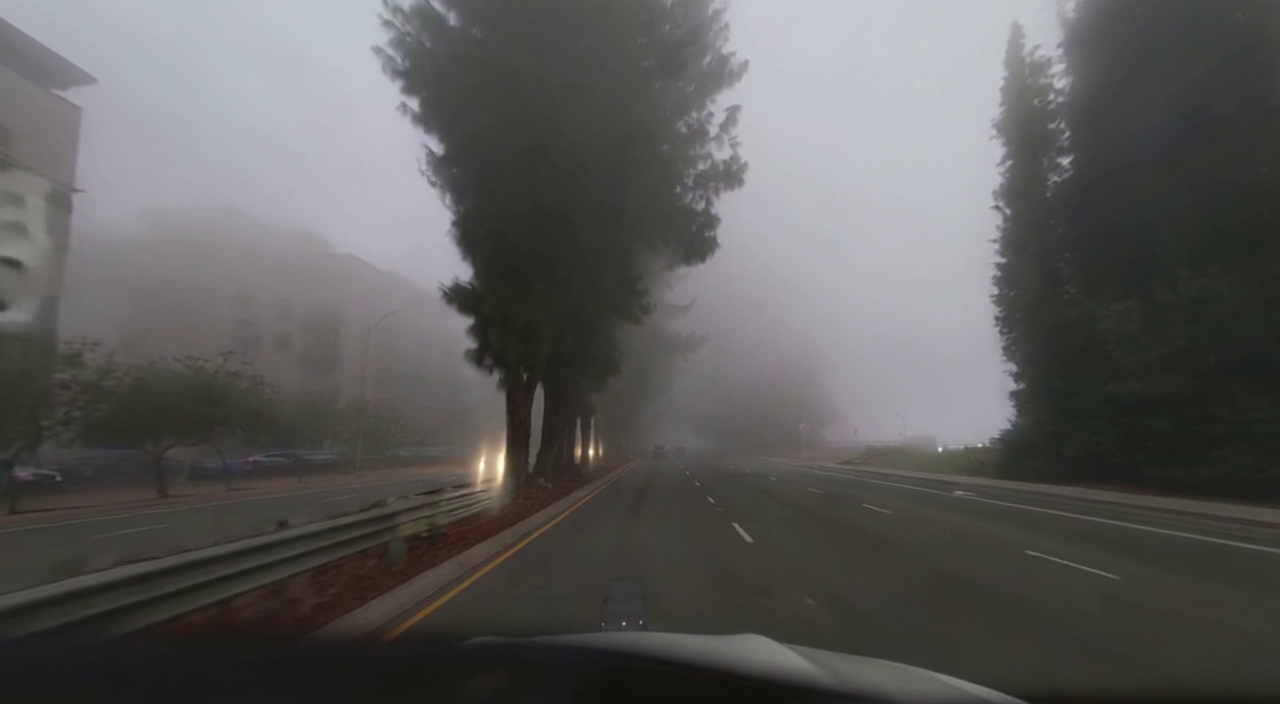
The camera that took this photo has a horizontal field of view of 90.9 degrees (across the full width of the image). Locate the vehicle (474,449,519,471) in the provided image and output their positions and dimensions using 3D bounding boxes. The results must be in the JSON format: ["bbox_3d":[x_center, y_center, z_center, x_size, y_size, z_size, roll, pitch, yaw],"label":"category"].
[{"bbox_3d":[-10.235,7.710,45.247,1.930,1.494,4.706,-1,-8,3],"label":"vehicle"}]
